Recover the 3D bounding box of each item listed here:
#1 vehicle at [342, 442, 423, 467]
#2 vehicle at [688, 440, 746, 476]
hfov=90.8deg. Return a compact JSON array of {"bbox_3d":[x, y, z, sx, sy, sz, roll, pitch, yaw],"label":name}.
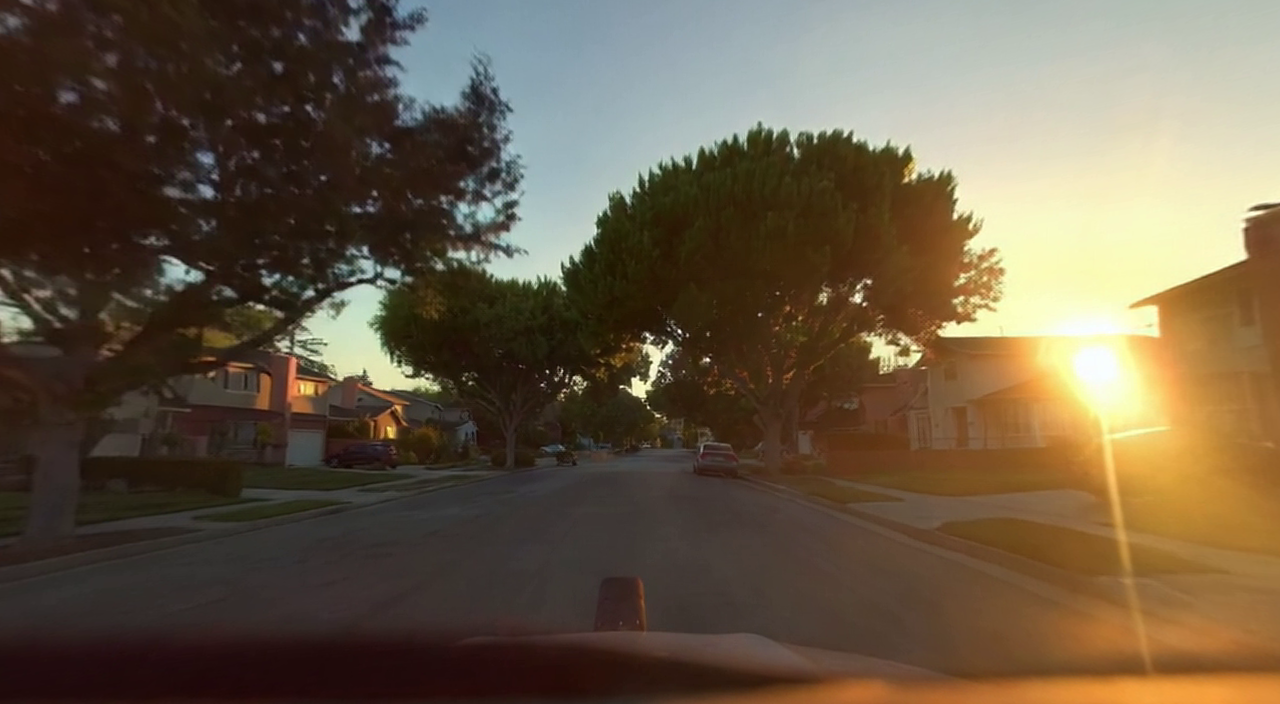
[{"bbox_3d":[-17.261,6.864,42.577,4.607,1.573,2.058,0,-8,-5],"label":"vehicle"},{"bbox_3d":[3.630,5.143,30.847,2.136,1.596,4.790,0,-9,-1],"label":"vehicle"}]
